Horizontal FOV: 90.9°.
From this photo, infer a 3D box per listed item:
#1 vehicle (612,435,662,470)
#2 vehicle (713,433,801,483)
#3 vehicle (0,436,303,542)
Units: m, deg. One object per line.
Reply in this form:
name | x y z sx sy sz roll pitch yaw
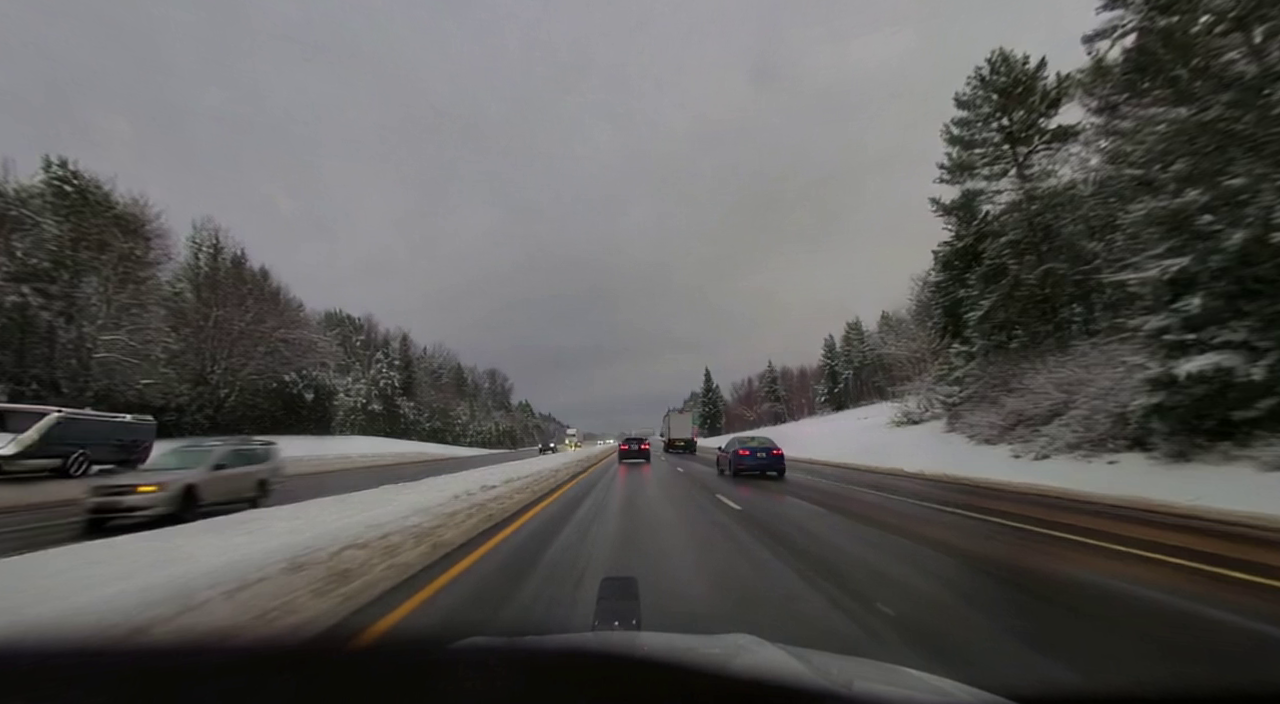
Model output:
vehicle | -0.141 4.583 29.099 2.143 1.466 3.693 0 -8 0
vehicle | 3.775 3.483 21.222 2.004 1.469 4.472 0 -8 -2
vehicle | -9.165 2.500 12.519 2.103 1.616 5.187 0 -8 0
